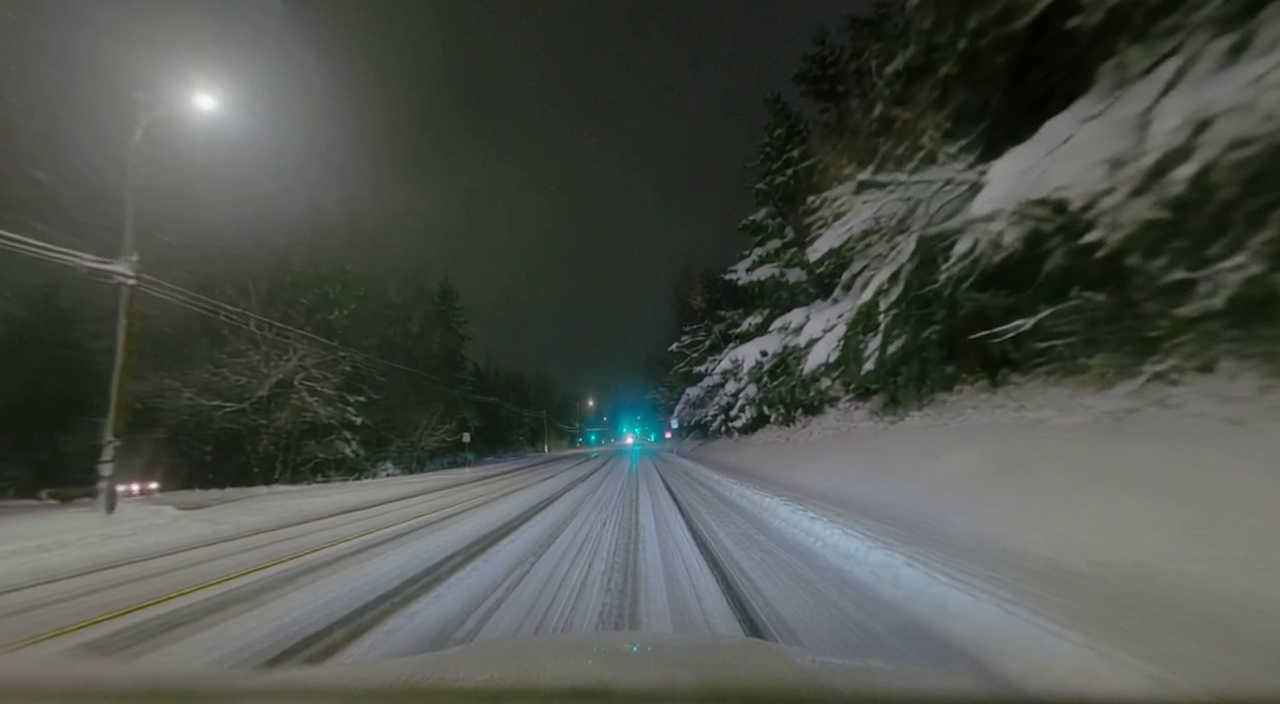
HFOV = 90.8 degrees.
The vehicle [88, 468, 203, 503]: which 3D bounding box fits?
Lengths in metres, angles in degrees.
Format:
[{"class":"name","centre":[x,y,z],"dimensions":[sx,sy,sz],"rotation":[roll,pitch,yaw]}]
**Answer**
[{"class":"vehicle","centre":[-23.649,6.398,30.342],"dimensions":[3.850,1.521,1.967],"rotation":[0,-8,0]}]
